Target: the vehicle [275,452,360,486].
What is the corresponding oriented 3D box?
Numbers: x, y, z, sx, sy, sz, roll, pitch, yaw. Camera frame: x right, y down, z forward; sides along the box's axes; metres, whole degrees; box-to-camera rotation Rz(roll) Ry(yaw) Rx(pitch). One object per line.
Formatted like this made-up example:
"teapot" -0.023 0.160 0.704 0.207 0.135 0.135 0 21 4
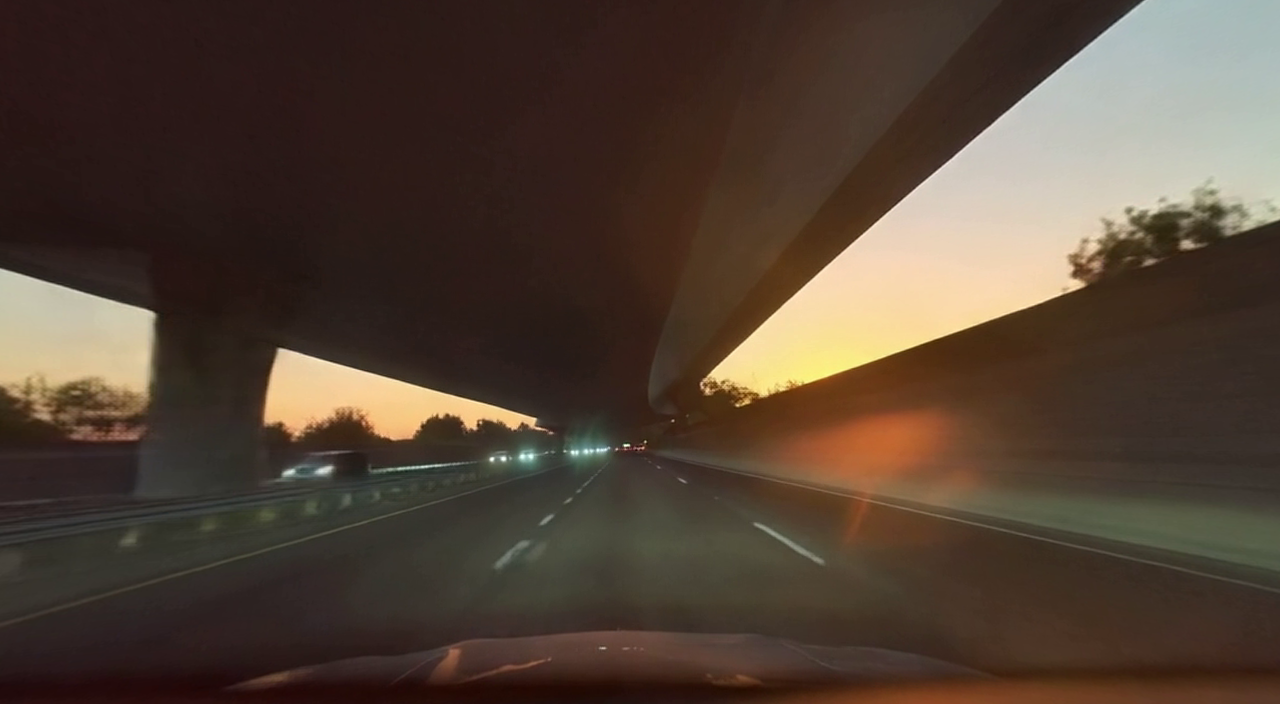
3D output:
"vehicle" -16.925 6.139 33.267 2.083 1.657 4.606 0 -9 -1
